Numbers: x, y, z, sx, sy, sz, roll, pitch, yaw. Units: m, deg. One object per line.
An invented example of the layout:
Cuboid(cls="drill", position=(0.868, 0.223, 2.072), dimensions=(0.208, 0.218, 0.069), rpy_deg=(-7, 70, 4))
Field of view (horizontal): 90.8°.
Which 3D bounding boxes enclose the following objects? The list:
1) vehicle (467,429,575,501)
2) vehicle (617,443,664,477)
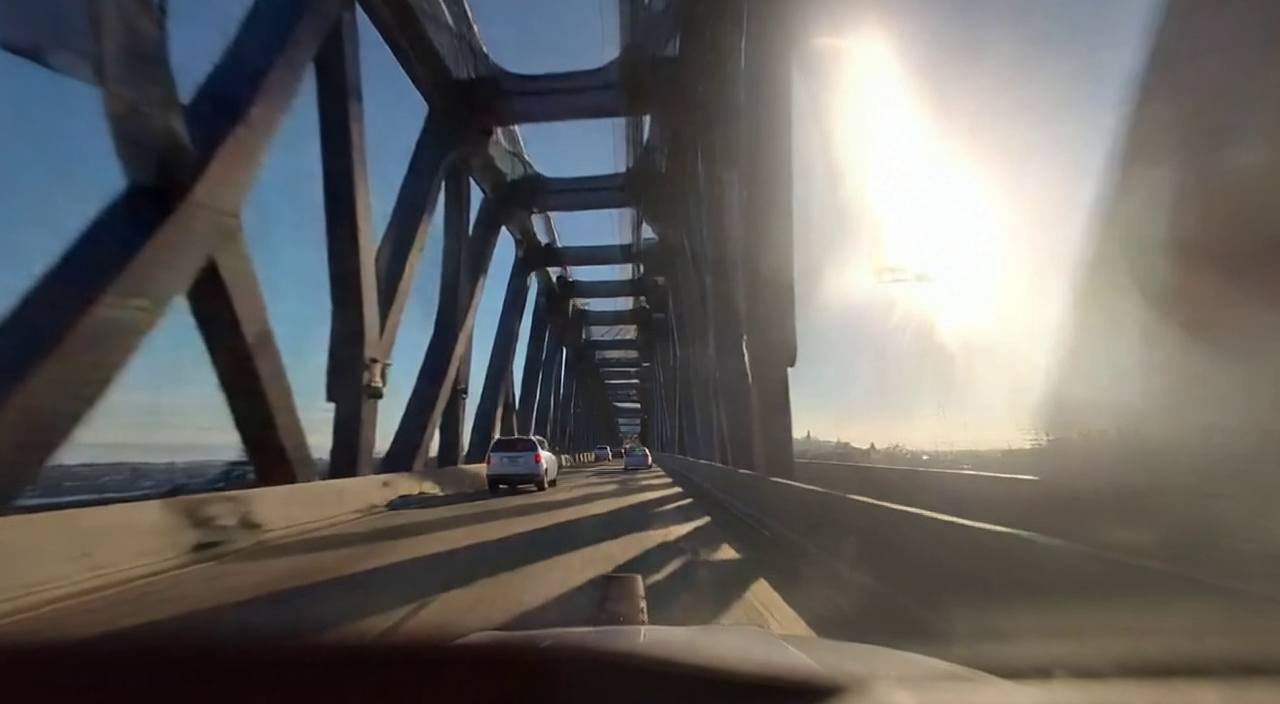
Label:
Cuboid(cls="vehicle", position=(-3.313, 3.262, 18.648), dimensions=(2.190, 1.807, 4.741), rpy_deg=(-1, -9, 1))
Cuboid(cls="vehicle", position=(0.014, 4.987, 29.385), dimensions=(2.048, 1.450, 3.973), rpy_deg=(0, -9, -1))
